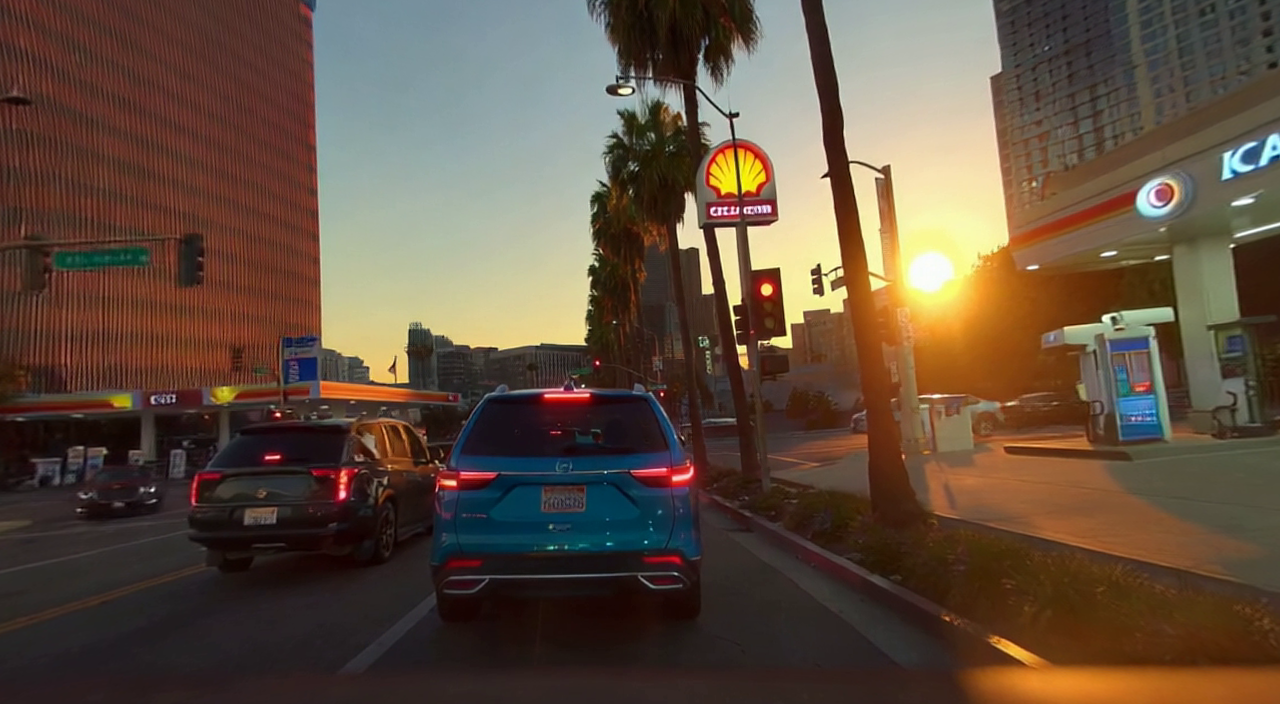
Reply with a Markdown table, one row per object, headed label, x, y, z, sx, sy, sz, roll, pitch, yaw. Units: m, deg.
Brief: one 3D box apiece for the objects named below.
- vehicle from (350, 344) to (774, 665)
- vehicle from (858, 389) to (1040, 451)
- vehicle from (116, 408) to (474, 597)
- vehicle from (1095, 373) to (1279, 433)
| label | x | y | z | sx | sy | sz | roll | pitch | yaw |
| --- | --- | --- | --- | --- | --- | --- | --- | --- | --- |
| vehicle | -0.543 | 1.250 | 6.293 | 2.519 | 1.913 | 4.819 | 0 | -8 | -2 |
| vehicle | 10.791 | 2.443 | 22.354 | 5.307 | 2.076 | 2.122 | 0 | -8 | -4 |
| vehicle | -3.807 | 1.739 | 8.356 | 2.097 | 1.692 | 5.030 | 0 | -8 | -3 |
| vehicle | 19.713 | 1.867 | 22.672 | 5.033 | 1.999 | 2.259 | 0 | -8 | -3 |
